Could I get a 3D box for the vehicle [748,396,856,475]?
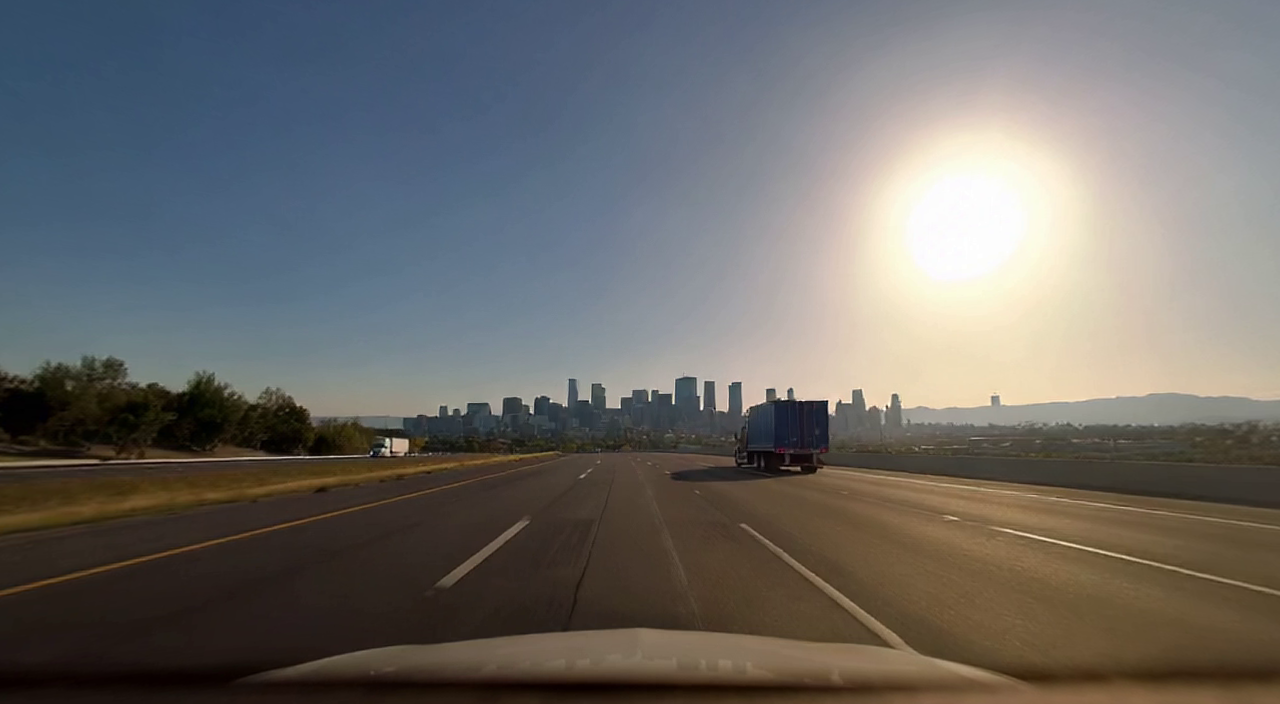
[{"bbox_3d":[6.847,3.787,27.965,2.627,3.011,7.287,0,-9,-1],"label":"vehicle"}]
